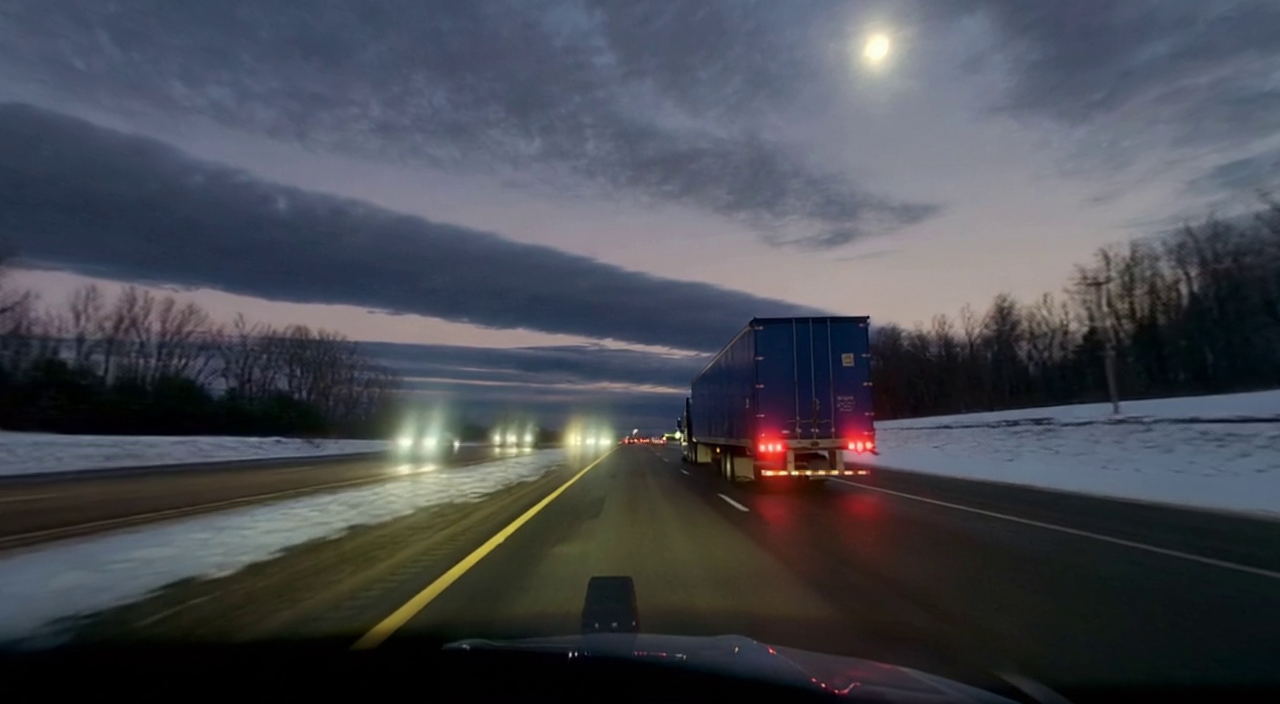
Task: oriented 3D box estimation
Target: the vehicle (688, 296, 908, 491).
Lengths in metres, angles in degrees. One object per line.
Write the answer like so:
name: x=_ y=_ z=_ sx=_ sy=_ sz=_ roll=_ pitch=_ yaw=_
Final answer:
vehicle: x=4.064 y=2.014 z=22.247 sx=3.203 sy=4.273 sz=17.131 roll=0 pitch=-8 yaw=-1
